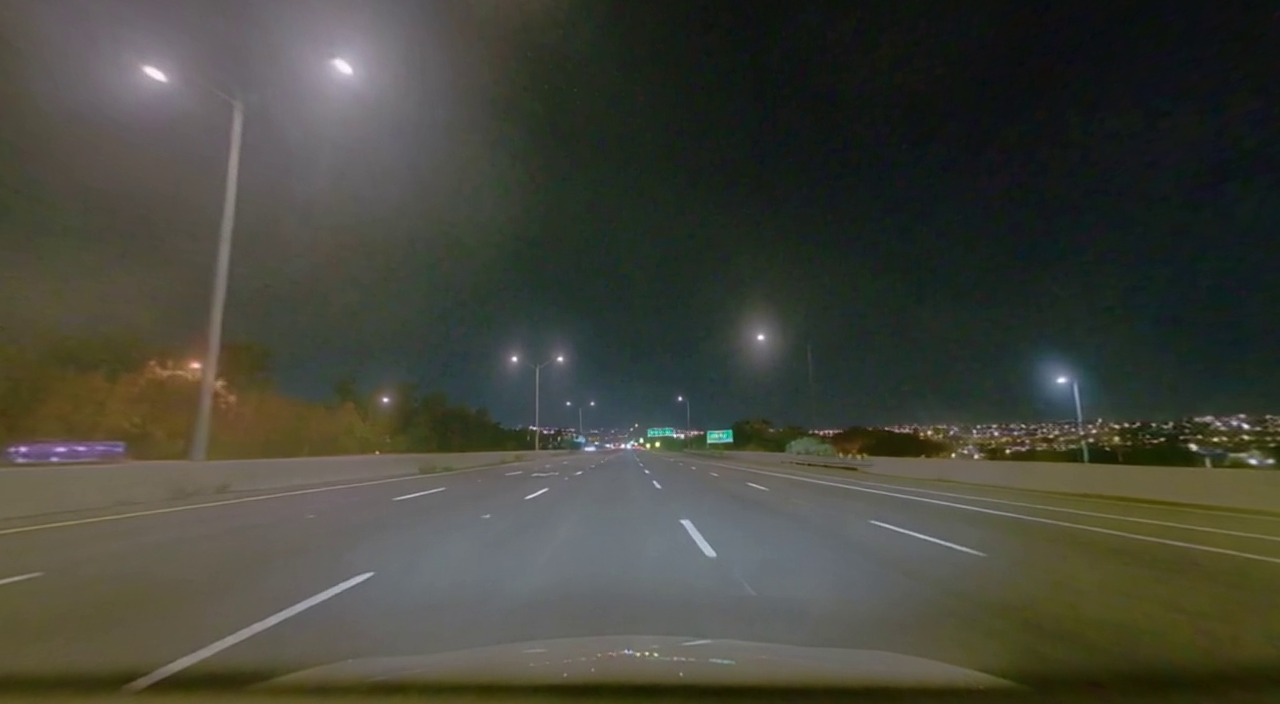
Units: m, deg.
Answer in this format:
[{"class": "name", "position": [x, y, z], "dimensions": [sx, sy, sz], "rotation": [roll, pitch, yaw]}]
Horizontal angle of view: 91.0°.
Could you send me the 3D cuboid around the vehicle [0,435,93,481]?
[{"class": "vehicle", "position": [-43.687, 7.391, 43.879], "dimensions": [8.140, 3.042, 2.933], "rotation": [0, -9, -1]}]
